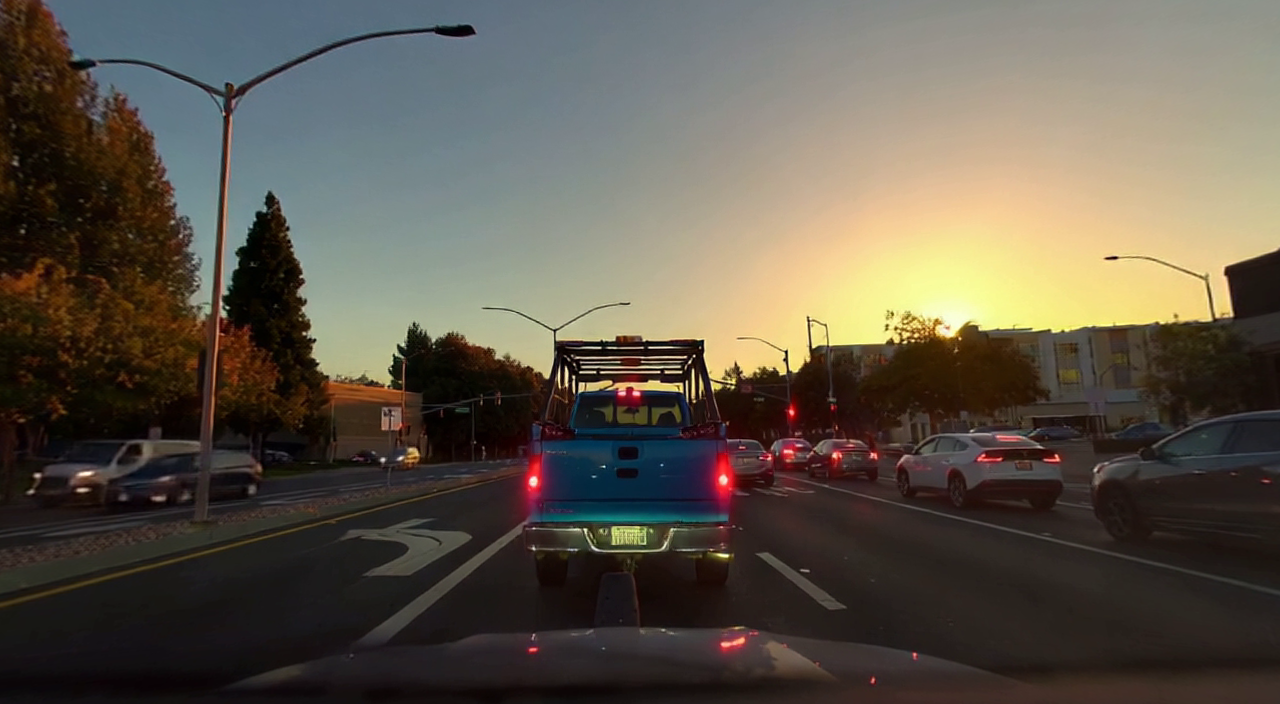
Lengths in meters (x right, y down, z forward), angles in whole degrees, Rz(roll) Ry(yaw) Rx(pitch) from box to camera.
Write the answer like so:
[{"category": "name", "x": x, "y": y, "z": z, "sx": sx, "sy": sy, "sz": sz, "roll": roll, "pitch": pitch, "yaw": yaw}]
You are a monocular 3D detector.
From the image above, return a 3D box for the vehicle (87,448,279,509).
[{"category": "vehicle", "x": -12.461, "y": 3.442, "z": 17.706, "sx": 1.983, "sy": 1.449, "sz": 4.501, "roll": 0, "pitch": -9, "yaw": 0}]

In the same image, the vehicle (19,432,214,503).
[{"category": "vehicle", "x": -19.080, "y": 4.214, "z": 23.531, "sx": 2.700, "sy": 2.296, "sz": 5.270, "roll": 0, "pitch": -9, "yaw": -1}]

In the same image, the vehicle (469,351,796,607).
[{"category": "vehicle", "x": -0.113, "y": 1.460, "z": 8.151, "sx": 2.682, "sy": 2.117, "sz": 5.706, "roll": 0, "pitch": -9, "yaw": -1}]

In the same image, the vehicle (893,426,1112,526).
[{"category": "vehicle", "x": 7.069, "y": 2.439, "z": 12.974, "sx": 1.931, "sy": 1.692, "sz": 4.267, "roll": 0, "pitch": -9, "yaw": 0}]

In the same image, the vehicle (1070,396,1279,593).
[{"category": "vehicle", "x": 6.822, "y": 1.358, "z": 6.167, "sx": 2.023, "sy": 1.771, "sz": 4.488, "roll": 0, "pitch": -9, "yaw": 0}]

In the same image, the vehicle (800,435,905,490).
[{"category": "vehicle", "x": 7.075, "y": 3.731, "z": 21.596, "sx": 1.953, "sy": 1.665, "sz": 4.327, "roll": 0, "pitch": -9, "yaw": -2}]
